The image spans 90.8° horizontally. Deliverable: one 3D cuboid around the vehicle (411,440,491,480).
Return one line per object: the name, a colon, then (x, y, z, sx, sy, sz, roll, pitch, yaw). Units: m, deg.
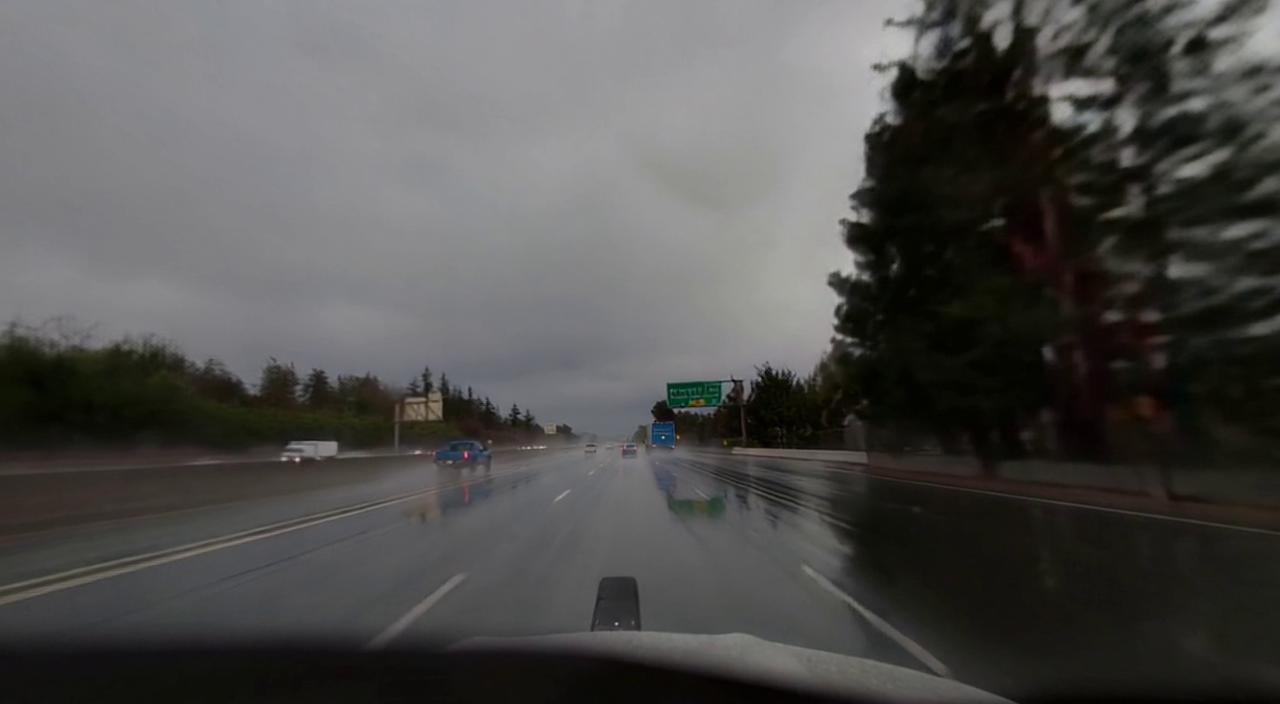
vehicle: (-7.787, 4.492, 26.514, 2.033, 1.494, 4.508, 0, -9, -1)
